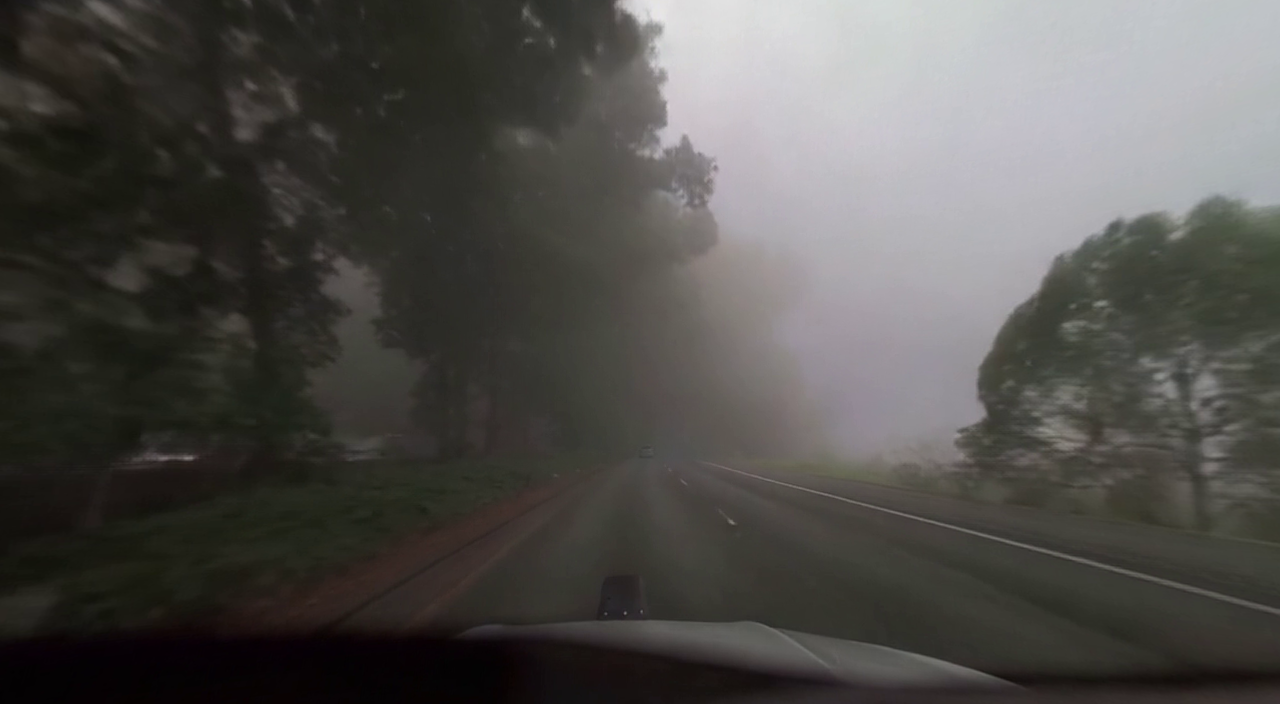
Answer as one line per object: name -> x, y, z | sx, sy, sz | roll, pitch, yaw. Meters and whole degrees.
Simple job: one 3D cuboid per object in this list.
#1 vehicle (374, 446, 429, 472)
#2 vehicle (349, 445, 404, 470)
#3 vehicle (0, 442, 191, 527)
vehicle -> -15.230, 6.858, 40.512 | 1.824, 1.545, 4.057 | -1, -9, 2
vehicle -> -19.055, 7.645, 45.740 | 2.017, 1.682, 4.394 | 0, -9, 1
vehicle -> -11.910, 2.658, 13.154 | 1.865, 1.461, 4.310 | 0, -9, 0
